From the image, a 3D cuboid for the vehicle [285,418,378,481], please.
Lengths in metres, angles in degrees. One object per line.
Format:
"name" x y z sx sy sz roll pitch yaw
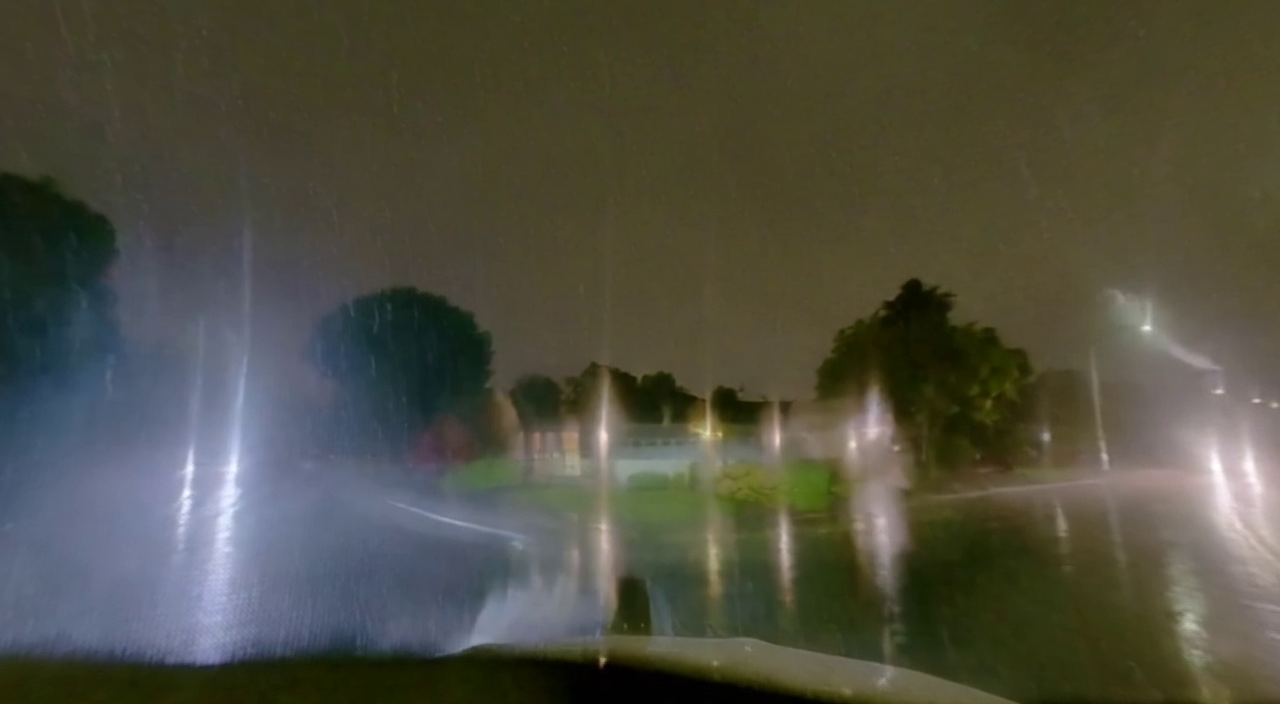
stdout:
"vehicle" -16.866 5.187 34.289 2.718 3.089 6.380 8 -10 -41
